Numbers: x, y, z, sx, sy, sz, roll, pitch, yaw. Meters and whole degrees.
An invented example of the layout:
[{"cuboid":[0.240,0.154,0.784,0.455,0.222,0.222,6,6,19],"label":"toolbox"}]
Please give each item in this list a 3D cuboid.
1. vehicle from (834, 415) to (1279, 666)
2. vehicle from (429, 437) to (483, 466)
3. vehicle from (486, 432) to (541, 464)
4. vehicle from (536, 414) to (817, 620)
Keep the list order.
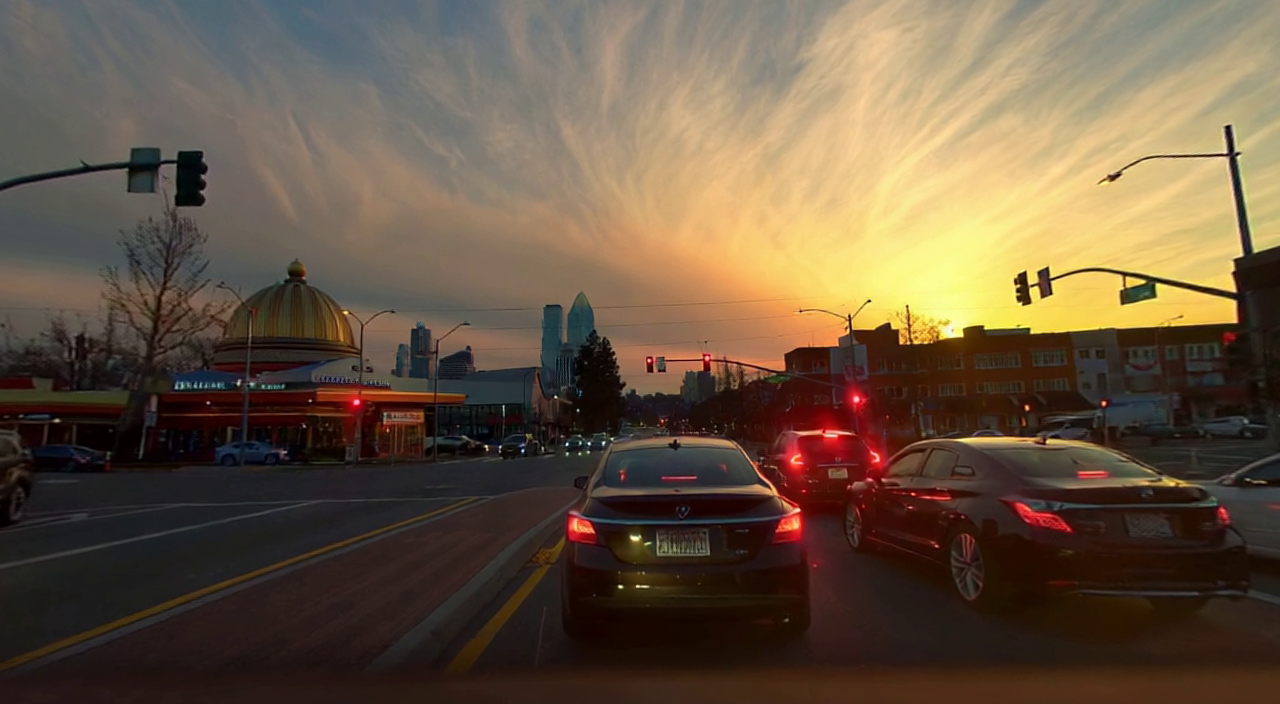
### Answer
[{"cuboid":[3.517,1.452,6.056,1.883,1.480,4.489,0,-8,0],"label":"vehicle"},{"cuboid":[-12.112,6.579,41.834,2.122,1.829,4.559,0,-8,0],"label":"vehicle"},{"cuboid":[-8.809,6.716,44.600,2.710,2.022,5.889,-2,-7,-1],"label":"vehicle"},{"cuboid":[0.215,1.498,6.670,2.073,1.496,3.892,0,-8,-2],"label":"vehicle"}]
